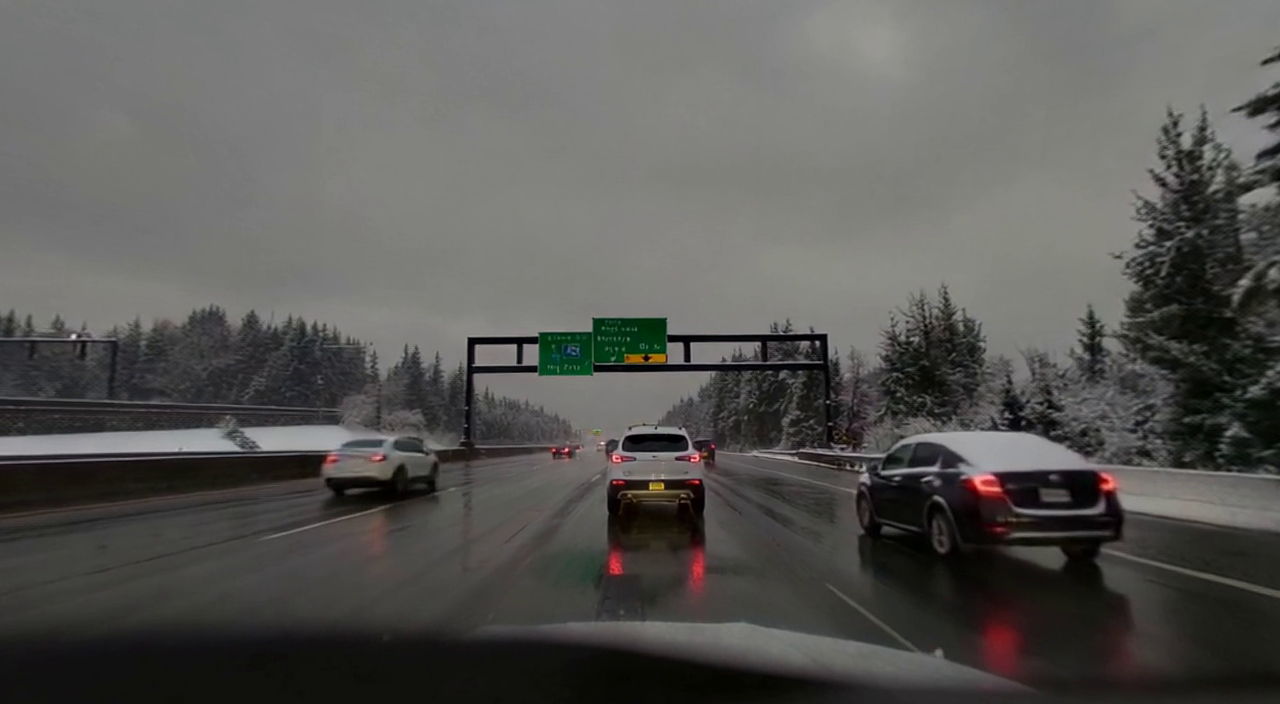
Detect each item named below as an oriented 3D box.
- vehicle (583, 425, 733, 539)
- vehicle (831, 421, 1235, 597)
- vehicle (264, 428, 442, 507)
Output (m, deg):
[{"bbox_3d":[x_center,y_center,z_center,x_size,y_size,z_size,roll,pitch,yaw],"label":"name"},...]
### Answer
[{"bbox_3d":[0.252,2.072,10.616,2.044,1.554,3.824,0,-8,0],"label":"vehicle"},{"bbox_3d":[4.106,1.703,7.836,2.002,1.499,4.710,0,-8,0],"label":"vehicle"},{"bbox_3d":[-6.763,2.774,15.588,2.127,1.644,4.631,0,-9,1],"label":"vehicle"}]
